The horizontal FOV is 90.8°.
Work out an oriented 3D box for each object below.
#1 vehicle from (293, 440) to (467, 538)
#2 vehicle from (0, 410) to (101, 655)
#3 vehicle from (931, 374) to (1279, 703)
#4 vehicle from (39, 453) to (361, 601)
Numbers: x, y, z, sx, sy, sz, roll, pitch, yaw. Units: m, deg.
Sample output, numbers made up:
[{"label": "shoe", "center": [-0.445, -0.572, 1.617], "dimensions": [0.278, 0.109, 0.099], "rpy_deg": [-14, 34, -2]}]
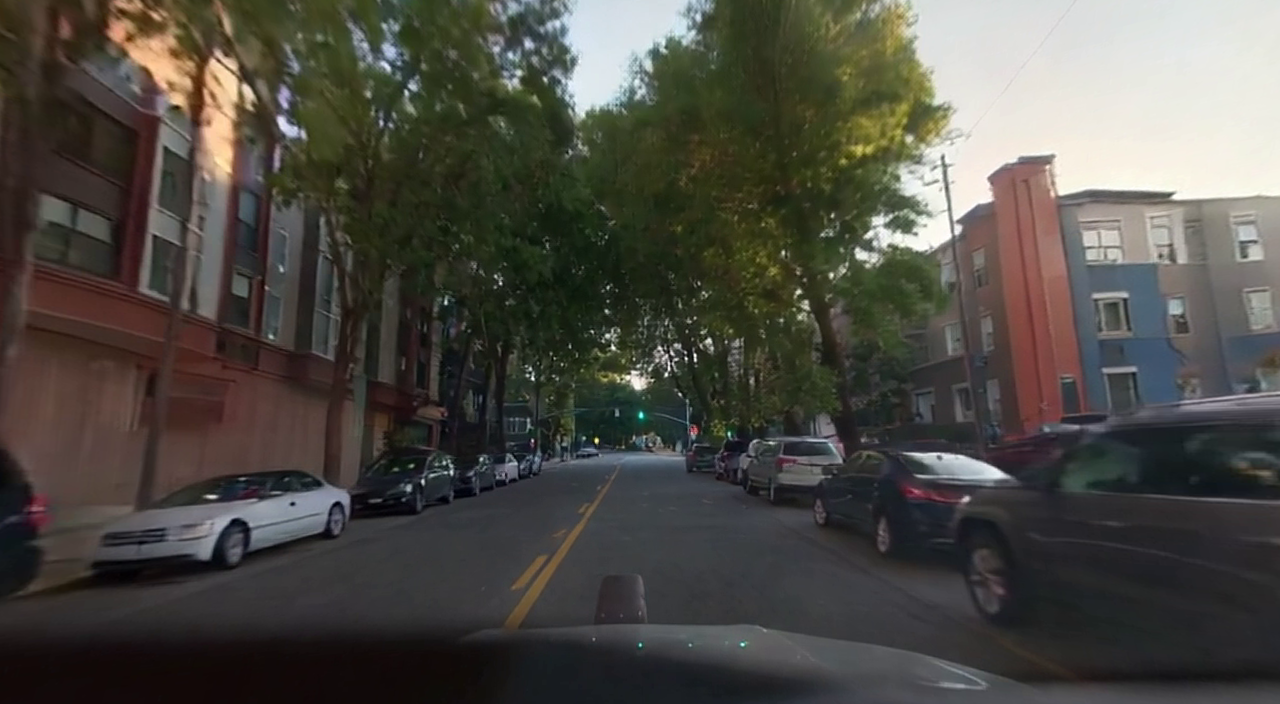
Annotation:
[{"label": "vehicle", "center": [-5.982, 3.153, 15.259], "dimensions": [2.077, 1.756, 4.665], "rpy_deg": [-6, -9, 1]}, {"label": "vehicle", "center": [-6.077, 1.225, 3.335], "dimensions": [2.175, 1.849, 4.725], "rpy_deg": [-3, -8, 3]}, {"label": "vehicle", "center": [3.990, 1.116, 3.630], "dimensions": [2.320, 1.779, 4.615], "rpy_deg": [0, -8, -1]}, {"label": "vehicle", "center": [-6.073, 2.362, 9.493], "dimensions": [1.765, 1.426, 4.349], "rpy_deg": [-7, -8, -1]}]
